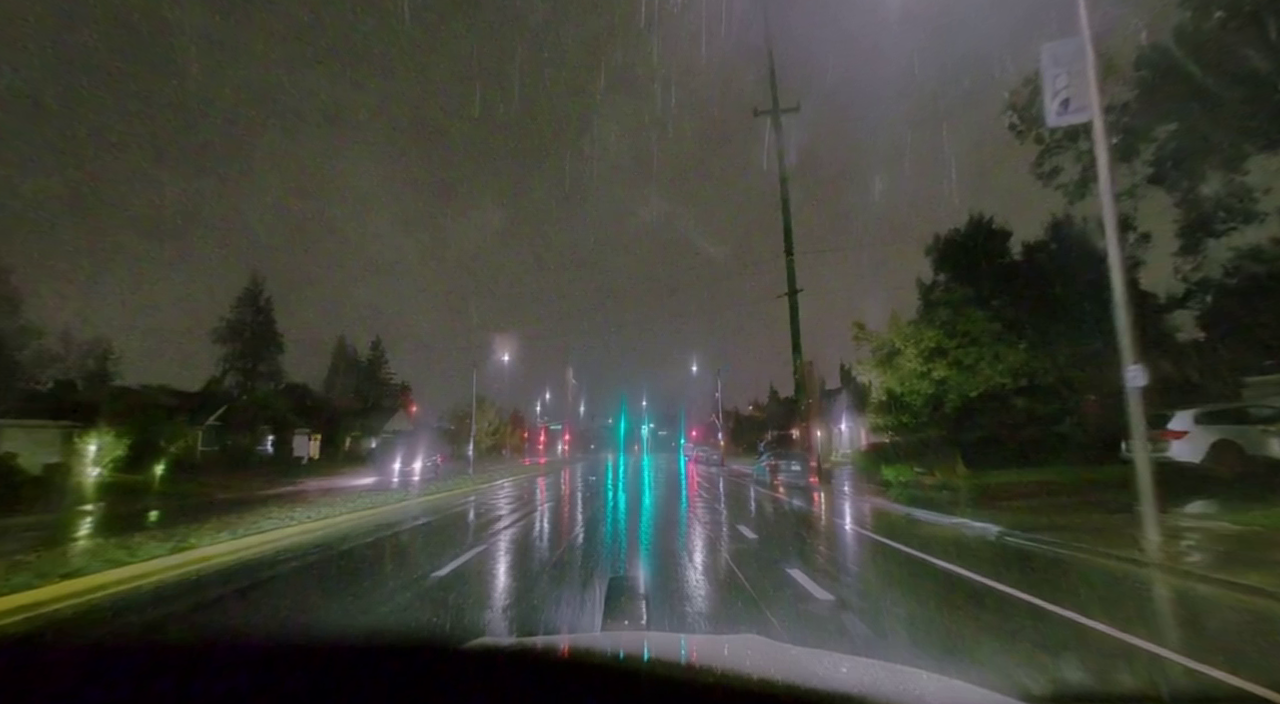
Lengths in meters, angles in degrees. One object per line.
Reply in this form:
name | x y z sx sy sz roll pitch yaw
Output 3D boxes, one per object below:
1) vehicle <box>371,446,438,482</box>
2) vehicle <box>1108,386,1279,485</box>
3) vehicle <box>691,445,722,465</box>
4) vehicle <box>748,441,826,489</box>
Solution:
vehicle | -12.006 5.710 32.473 2.000 1.523 4.226 -1 -6 -2
vehicle | 13.288 1.634 13.253 4.712 1.775 2.502 -5 -8 4
vehicle | 5.167 8.048 49.511 1.881 1.435 4.525 0 -8 -1
vehicle | 5.074 3.929 22.249 1.803 1.517 3.738 0 -8 -1
